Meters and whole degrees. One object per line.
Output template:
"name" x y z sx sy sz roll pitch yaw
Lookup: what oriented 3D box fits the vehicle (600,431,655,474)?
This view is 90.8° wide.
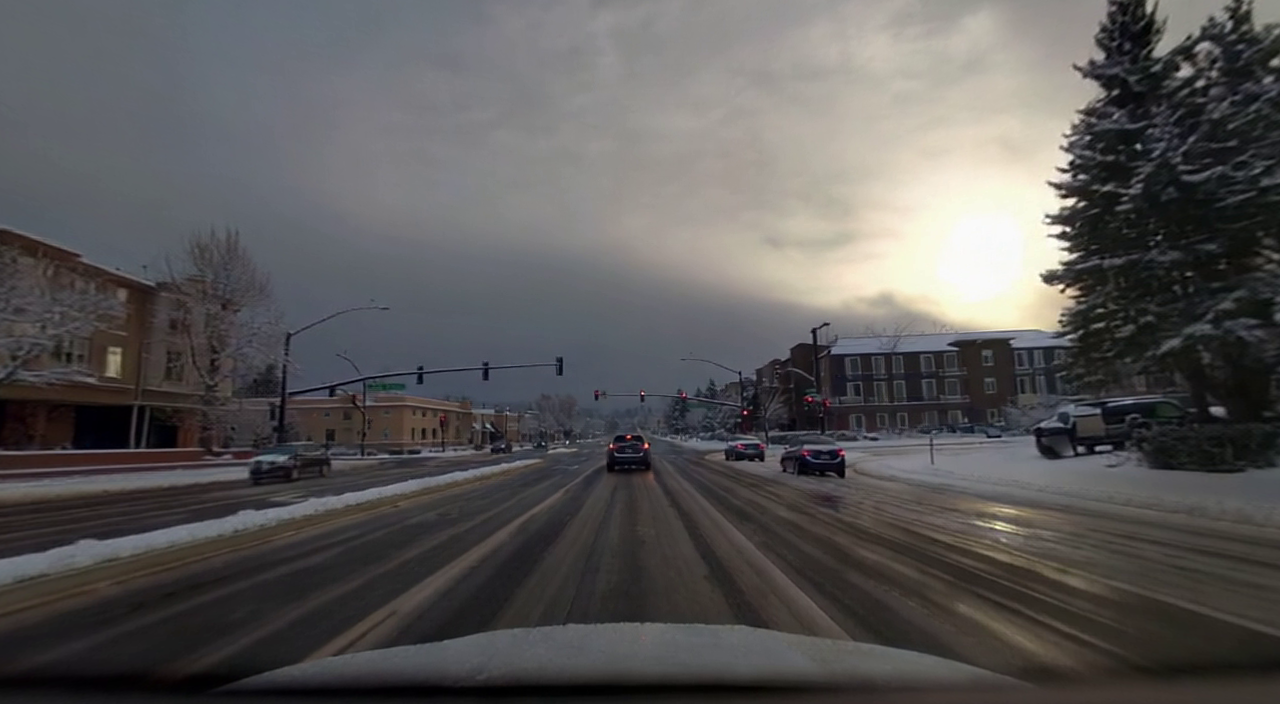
"vehicle" -0.461 4.028 25.467 2.032 1.593 3.896 0 -9 0

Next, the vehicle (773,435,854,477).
"vehicle" 6.312 3.846 23.499 1.768 1.417 4.213 0 -9 -1

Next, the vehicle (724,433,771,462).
"vehicle" 6.293 5.676 37.539 1.963 1.611 4.359 0 -9 -1

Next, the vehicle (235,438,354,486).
"vehicle" -13.508 4.311 25.049 1.858 1.686 4.330 -1 -9 7
